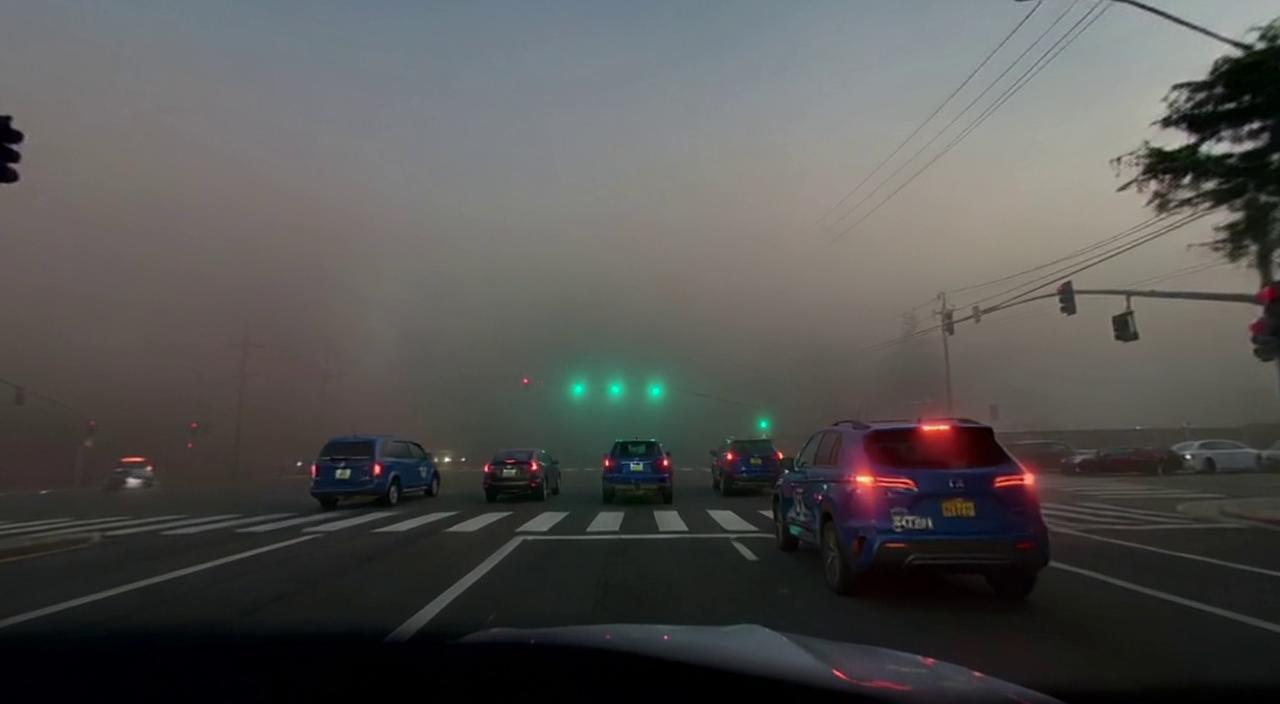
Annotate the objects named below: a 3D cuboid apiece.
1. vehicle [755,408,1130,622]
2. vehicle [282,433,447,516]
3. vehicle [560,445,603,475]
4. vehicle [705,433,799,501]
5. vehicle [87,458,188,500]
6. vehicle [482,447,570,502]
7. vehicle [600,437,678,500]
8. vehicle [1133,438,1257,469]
[{"bbox_3d":[2.770,1.610,7.233,2.034,1.655,4.465,0,-9,0],"label":"vehicle"},{"bbox_3d":[-6.762,3.047,16.218,2.116,1.812,4.609,0,-9,0],"label":"vehicle"},{"bbox_3d":[-3.318,6.218,36.563,1.939,1.652,4.268,0,-9,2],"label":"vehicle"},{"bbox_3d":[3.227,3.443,19.258,1.999,1.789,4.583,0,-9,0],"label":"vehicle"},{"bbox_3d":[-20.615,5.127,25.868,4.450,1.491,1.974,-7,-11,36],"label":"vehicle"},{"bbox_3d":[-3.386,3.718,19.651,1.881,1.466,4.484,0,-9,0],"label":"vehicle"},{"bbox_3d":[-0.025,3.499,19.346,2.111,1.712,4.078,0,-9,0],"label":"vehicle"},{"bbox_3d":[27.732,5.066,31.645,4.514,1.459,1.847,0,-9,-2],"label":"vehicle"}]
